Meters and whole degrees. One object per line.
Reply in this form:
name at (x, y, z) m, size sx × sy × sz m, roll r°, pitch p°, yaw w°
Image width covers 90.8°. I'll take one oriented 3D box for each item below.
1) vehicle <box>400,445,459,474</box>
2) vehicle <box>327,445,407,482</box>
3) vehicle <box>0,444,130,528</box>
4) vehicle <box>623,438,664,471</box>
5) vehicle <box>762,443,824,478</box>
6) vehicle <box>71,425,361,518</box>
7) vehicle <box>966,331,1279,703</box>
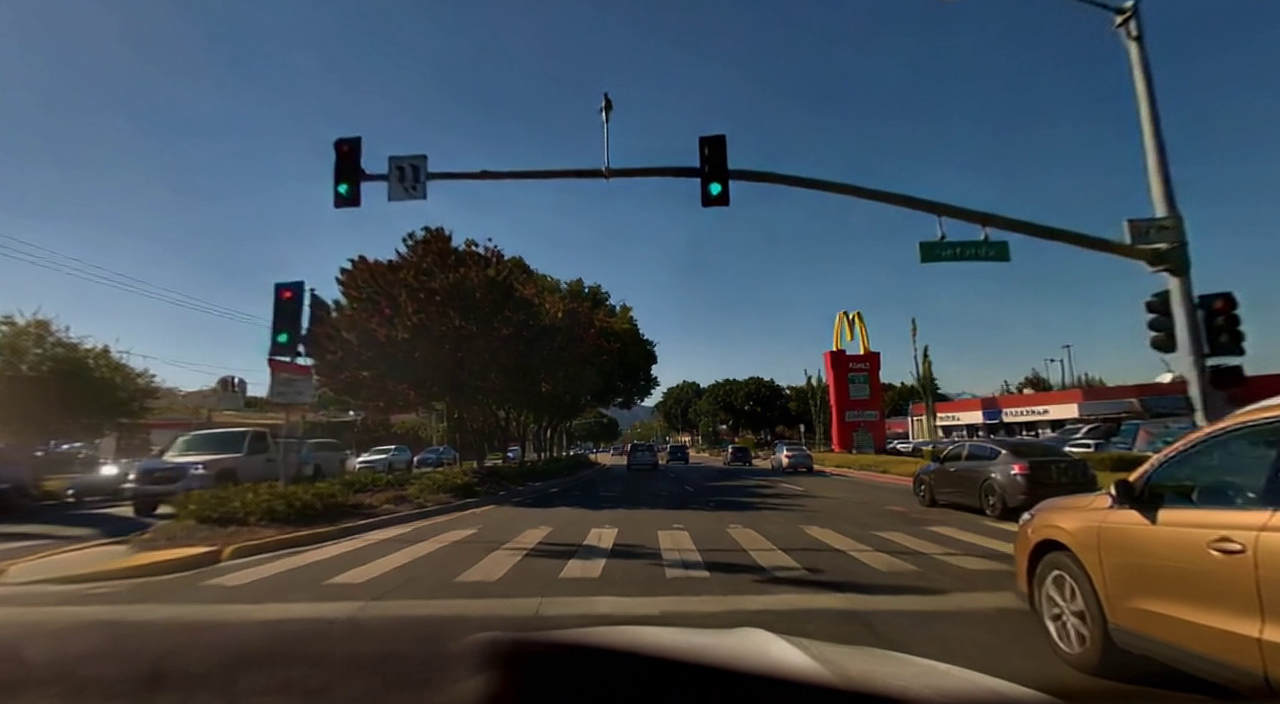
vehicle at (-14.050, 7.191, 42.529) m, size 2.159 × 1.836 × 5.038 m, roll 0°, pitch -9°, yaw 1°
vehicle at (-14.487, 5.925, 33.890) m, size 2.242 × 1.836 × 4.811 m, roll 0°, pitch -9°, yaw -1°
vehicle at (-14.027, 2.874, 13.800) m, size 2.015 × 1.679 × 4.535 m, roll 0°, pitch -9°, yaw -1°
vehicle at (0.169, 6.451, 40.035) m, size 2.402 × 1.938 × 4.535 m, roll 0°, pitch -9°, yaw -1°
vehicle at (7.032, 5.012, 29.436) m, size 1.879 × 1.517 × 4.006 m, roll 0°, pitch -9°, yaw 0°
vehicle at (-10.503, 3.047, 16.852) m, size 2.909 × 1.956 × 6.908 m, roll 0°, pitch -9°, yaw 1°
vehicle at (3.431, 0.786, 2.343) m, size 2.076 × 1.716 × 4.416 m, roll 0°, pitch -9°, yaw 0°
